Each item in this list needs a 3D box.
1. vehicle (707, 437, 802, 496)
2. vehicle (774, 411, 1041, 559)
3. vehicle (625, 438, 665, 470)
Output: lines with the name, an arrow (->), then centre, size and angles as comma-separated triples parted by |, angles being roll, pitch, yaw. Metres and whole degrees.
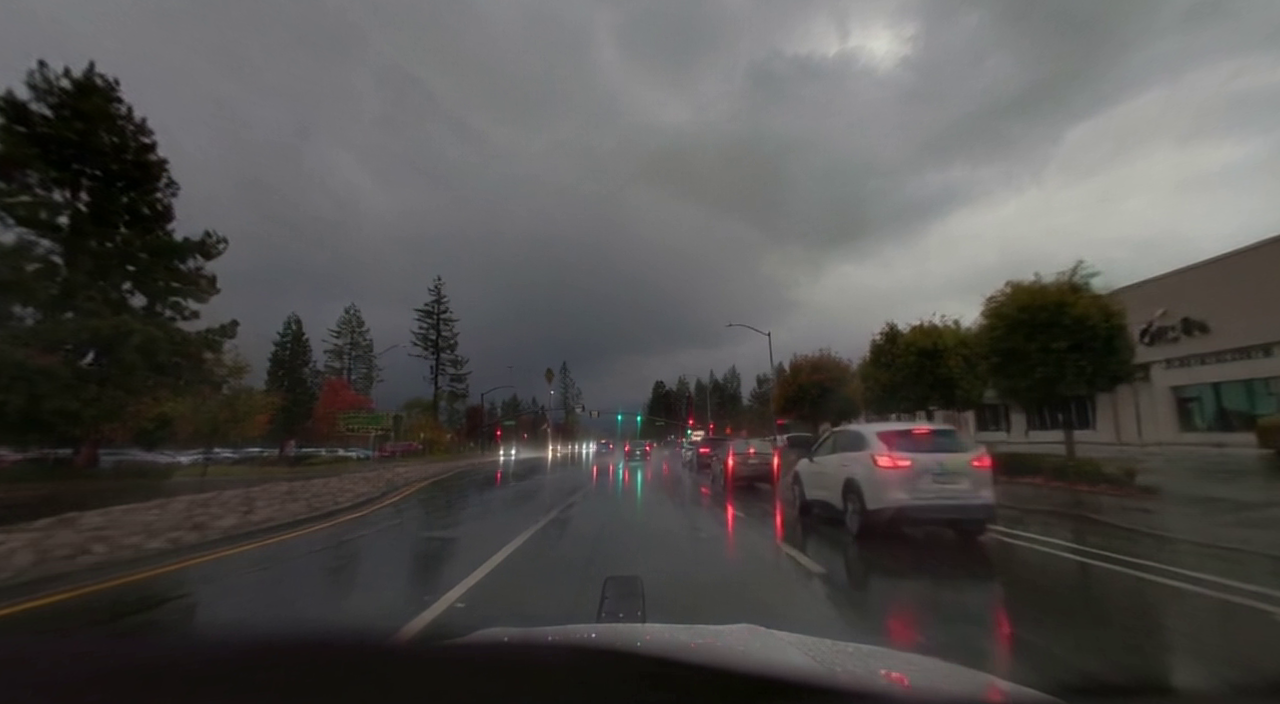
vehicle -> 3.173, 3.260, 18.471 | 1.864, 1.484, 4.662 | 0, -8, 0
vehicle -> 3.496, 1.820, 9.317 | 2.085, 1.668, 4.077 | 0, -8, -1
vehicle -> 0.214, 5.388, 33.549 | 2.023, 1.532, 3.891 | 0, -8, -1
